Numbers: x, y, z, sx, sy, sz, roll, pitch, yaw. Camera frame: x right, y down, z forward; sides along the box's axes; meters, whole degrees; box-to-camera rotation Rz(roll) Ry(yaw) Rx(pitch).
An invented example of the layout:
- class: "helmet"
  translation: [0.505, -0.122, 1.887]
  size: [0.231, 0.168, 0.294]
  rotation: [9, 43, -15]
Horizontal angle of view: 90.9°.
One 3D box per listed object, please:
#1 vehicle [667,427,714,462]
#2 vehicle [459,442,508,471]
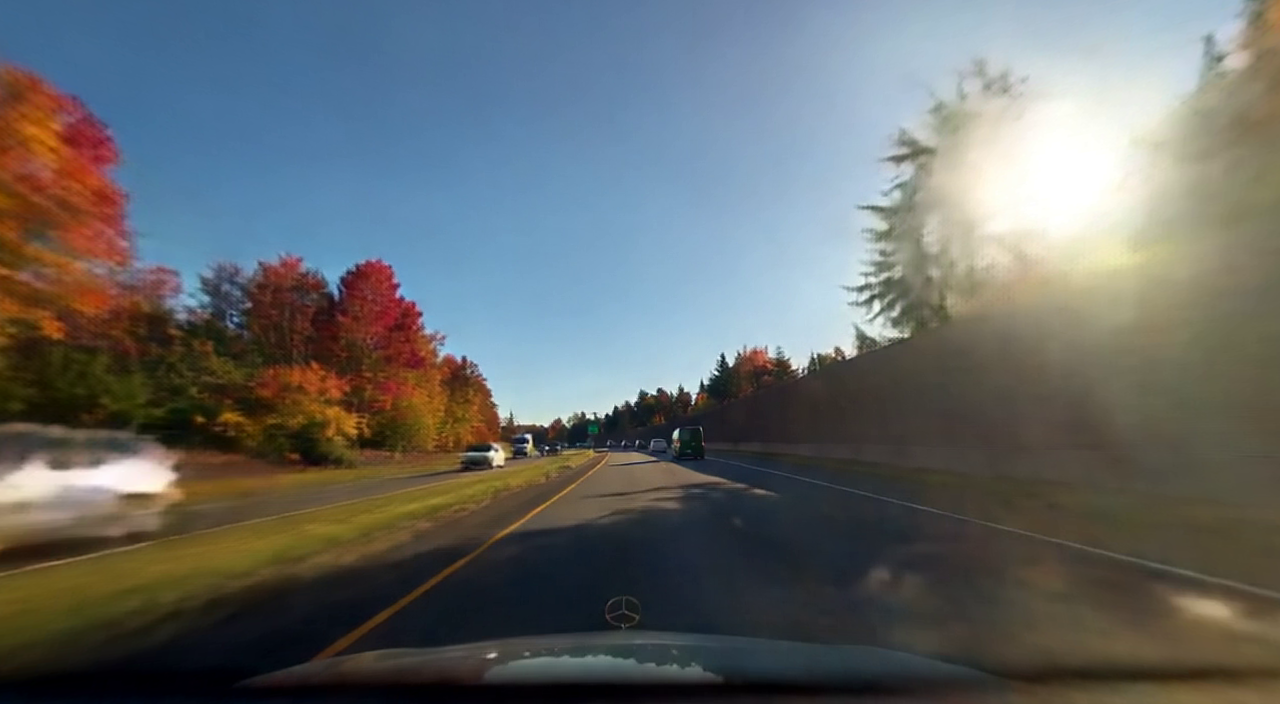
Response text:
- class: "vehicle"
  translation: [3.105, 5.835, 39.893]
  size: [2.393, 2.072, 4.958]
  rotation: [1, -8, -2]
- class: "vehicle"
  translation: [-8.802, 5.894, 35.781]
  size: [1.784, 1.501, 3.916]
  rotation: [0, -8, -1]
